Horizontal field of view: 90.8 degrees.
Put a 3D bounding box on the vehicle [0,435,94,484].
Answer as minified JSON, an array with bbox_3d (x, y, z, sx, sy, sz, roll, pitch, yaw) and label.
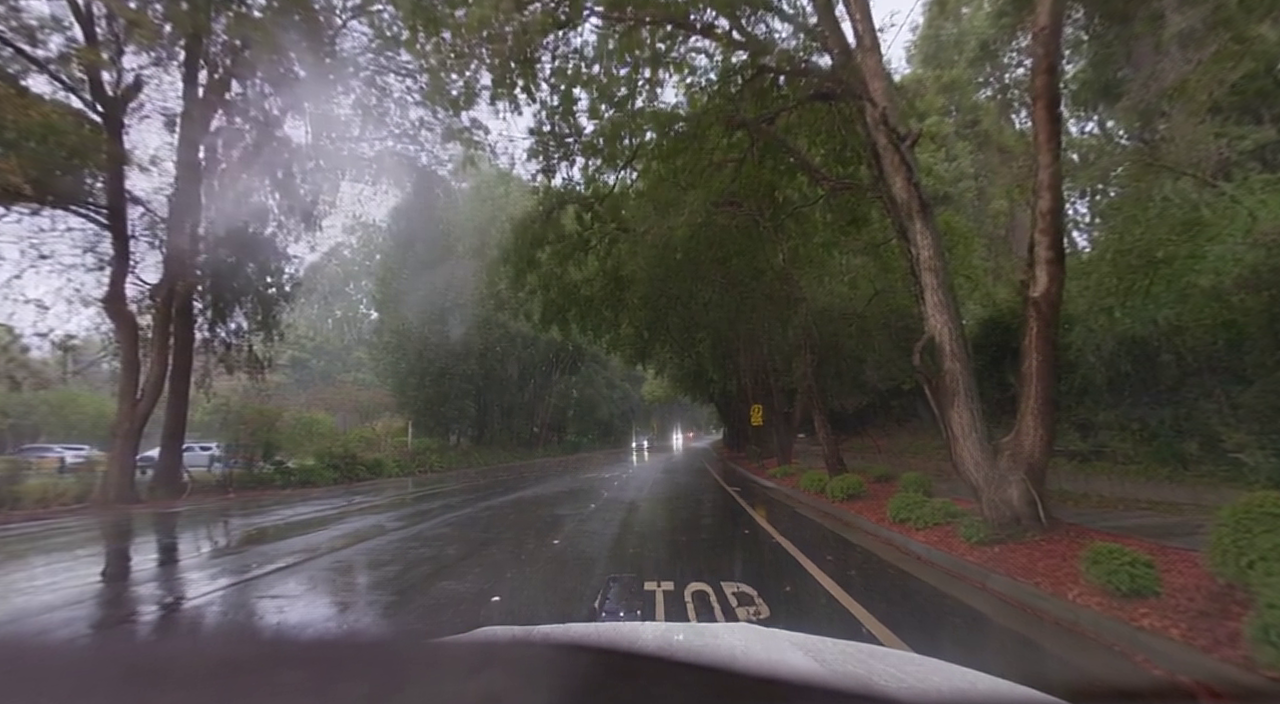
[{"bbox_3d":[-28.432,5.003,29.247,4.733,1.892,1.939,-4,-4,2],"label":"vehicle"}]

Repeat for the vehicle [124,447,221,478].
[{"bbox_3d":[-26.606,6.279,36.027,4.007,1.459,1.952,-2,-8,1],"label":"vehicle"}]
